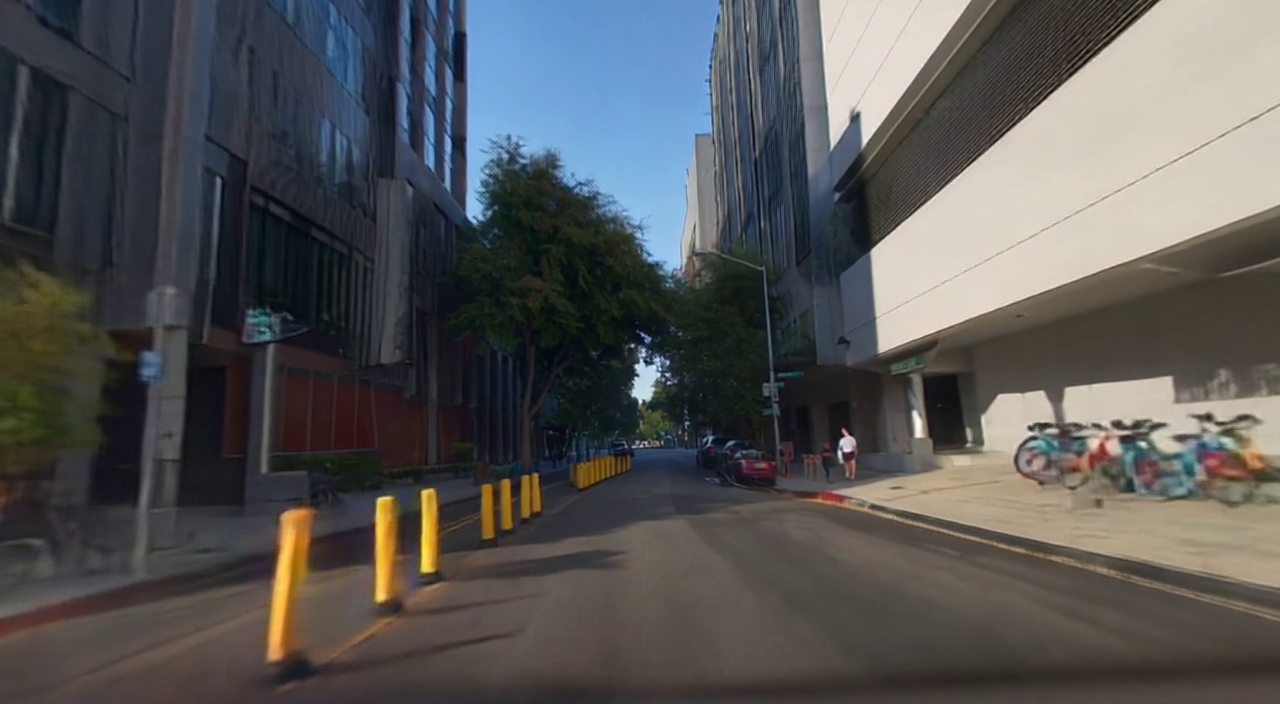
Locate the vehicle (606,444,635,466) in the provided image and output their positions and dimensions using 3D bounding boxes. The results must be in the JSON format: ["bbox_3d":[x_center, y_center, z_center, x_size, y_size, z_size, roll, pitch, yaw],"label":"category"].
[{"bbox_3d":[-1.407,7.505,46.323,2.035,1.506,4.075,-1,-9,-1],"label":"vehicle"}]

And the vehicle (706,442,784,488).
[{"bbox_3d":[3.684,4.042,22.928,2.020,1.448,4.220,-1,-8,-1],"label":"vehicle"}]
